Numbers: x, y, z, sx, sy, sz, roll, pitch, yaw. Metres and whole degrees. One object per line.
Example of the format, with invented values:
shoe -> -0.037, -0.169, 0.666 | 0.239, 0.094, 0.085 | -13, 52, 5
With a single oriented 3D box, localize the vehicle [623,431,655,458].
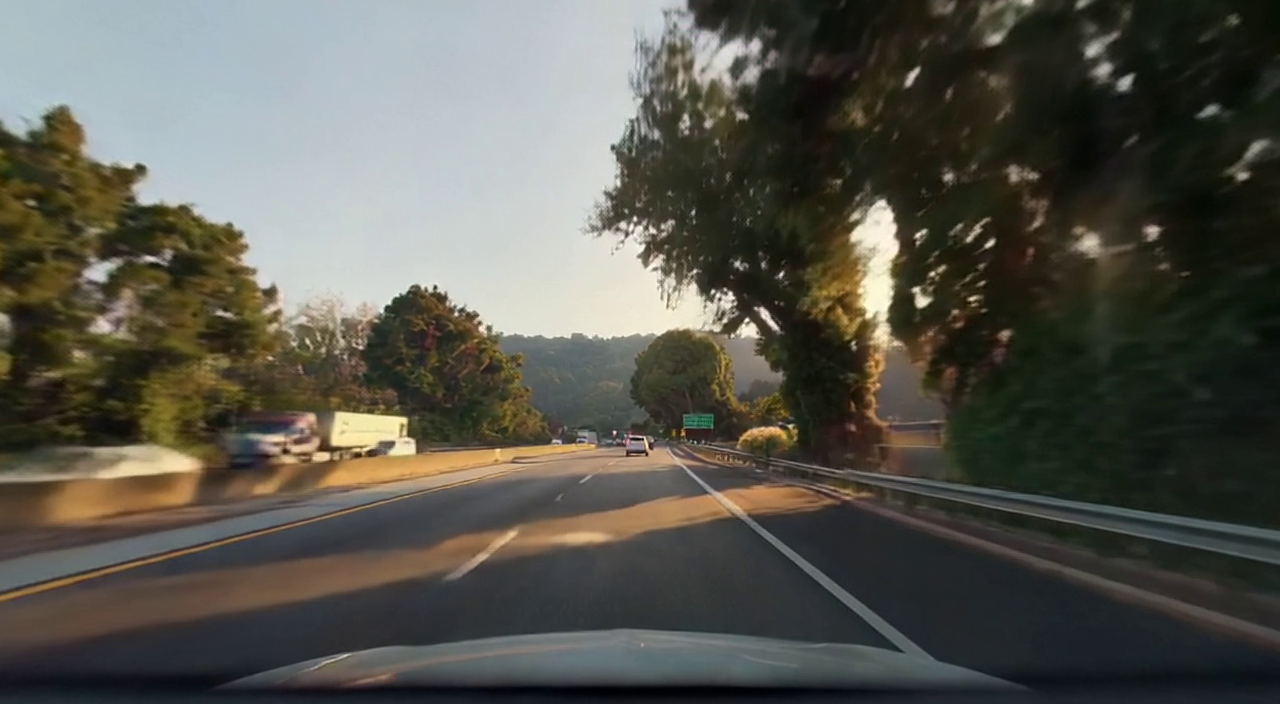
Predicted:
vehicle -> -0.070, 6.603, 44.960 | 2.188, 1.825, 4.282 | 0, -8, 0

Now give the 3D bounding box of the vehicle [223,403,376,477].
vehicle -> -17.073, 4.537, 32.530 | 2.891, 3.300, 8.602 | -1, -8, 2

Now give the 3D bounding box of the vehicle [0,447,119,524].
vehicle -> -13.402, 2.705, 12.826 | 1.931, 1.456, 4.160 | 0, -8, 1
